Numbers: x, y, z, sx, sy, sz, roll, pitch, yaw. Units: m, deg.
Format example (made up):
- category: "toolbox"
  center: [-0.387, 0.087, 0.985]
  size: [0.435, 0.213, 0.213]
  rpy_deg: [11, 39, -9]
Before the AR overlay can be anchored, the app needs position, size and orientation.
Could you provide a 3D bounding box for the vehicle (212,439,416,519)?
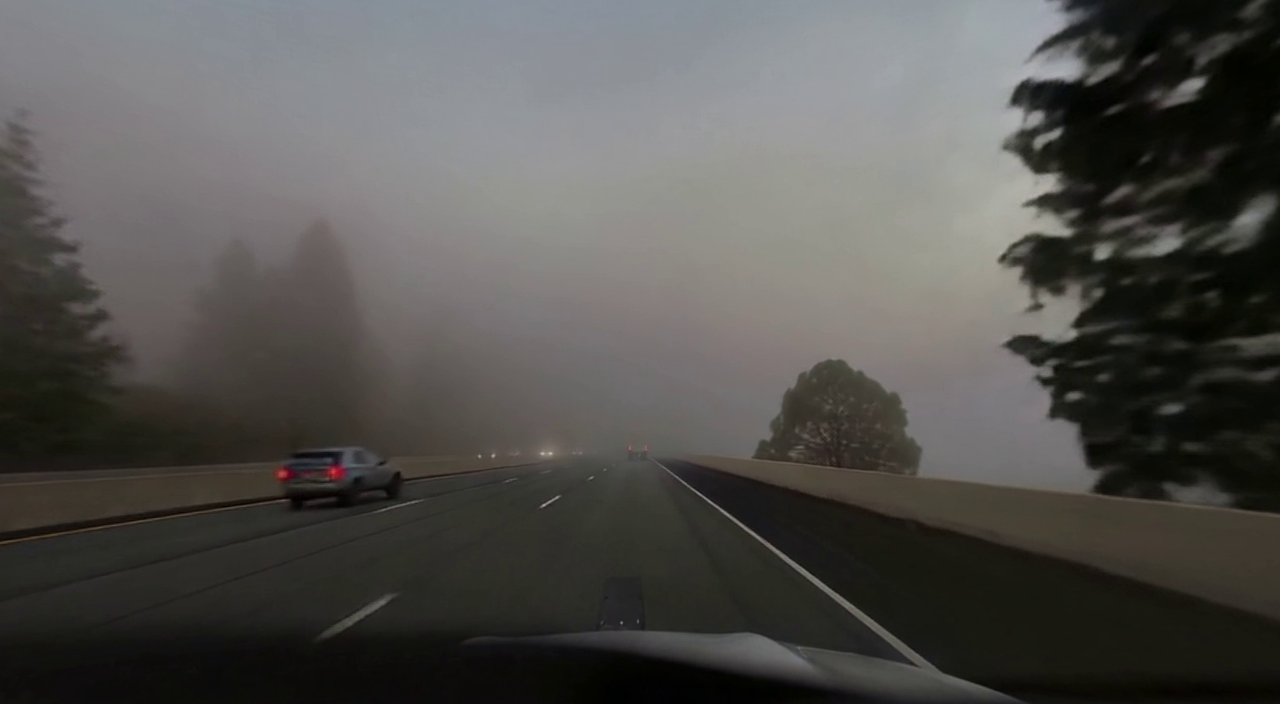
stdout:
- category: "vehicle"
  center: [-7.456, 2.949, 15.252]
  size: [2.179, 1.577, 5.070]
  rpy_deg: [0, -9, 1]
